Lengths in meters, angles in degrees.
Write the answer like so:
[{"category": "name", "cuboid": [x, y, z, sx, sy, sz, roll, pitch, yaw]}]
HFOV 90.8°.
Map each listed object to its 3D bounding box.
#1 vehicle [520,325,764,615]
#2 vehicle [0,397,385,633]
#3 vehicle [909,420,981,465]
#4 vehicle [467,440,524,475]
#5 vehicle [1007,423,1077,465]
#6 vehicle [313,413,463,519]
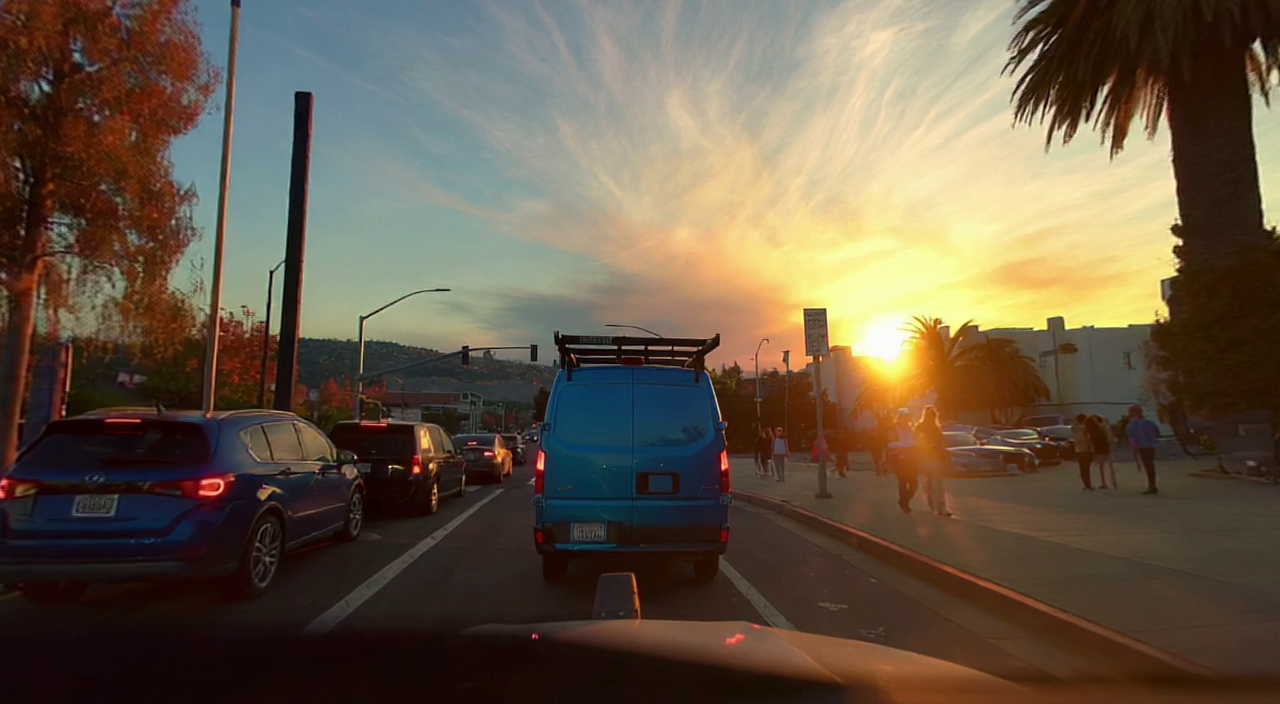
[{"category": "vehicle", "cuboid": [-0.205, 1.221, 7.159, 1.902, 2.238, 4.263, 1, -9, -6]}, {"category": "vehicle", "cuboid": [-4.402, 1.470, 6.668, 1.986, 1.643, 4.315, 1, -9, -6]}, {"category": "vehicle", "cuboid": [12.644, 3.760, 26.050, 2.046, 1.675, 3.924, -6, -10, 33]}, {"category": "vehicle", "cuboid": [-6.847, 4.887, 29.565, 1.818, 1.479, 4.428, 4, -9, -22]}, {"category": "vehicle", "cuboid": [15.780, 3.619, 24.720, 2.048, 1.475, 3.972, -6, -10, 34]}, {"category": "vehicle", "cuboid": [-5.215, 2.414, 13.887, 2.089, 1.854, 5.022, 2, -9, -11]}]
